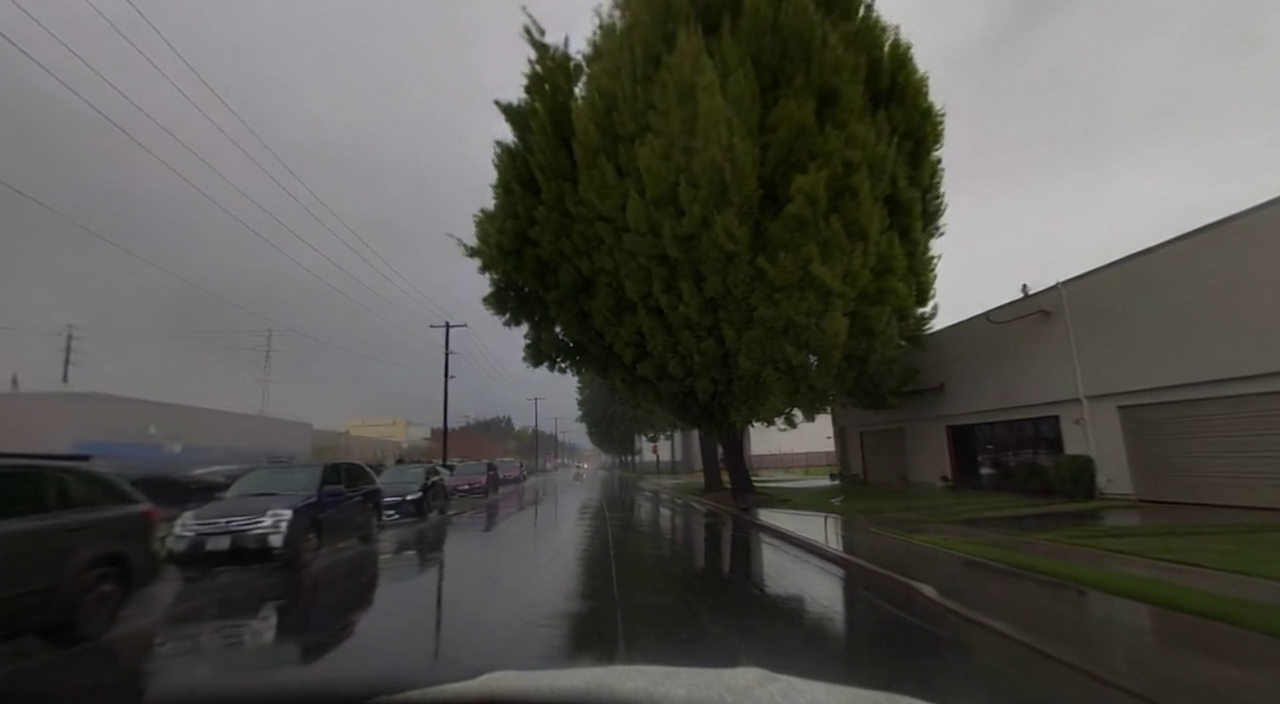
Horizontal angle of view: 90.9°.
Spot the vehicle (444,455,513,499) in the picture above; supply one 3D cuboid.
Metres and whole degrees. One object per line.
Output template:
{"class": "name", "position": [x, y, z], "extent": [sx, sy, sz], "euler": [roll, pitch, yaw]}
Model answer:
{"class": "vehicle", "position": [-6.499, 5.081, 25.811], "extent": [1.882, 1.606, 4.191], "euler": [1, -10, -3]}

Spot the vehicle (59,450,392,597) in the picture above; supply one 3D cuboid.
{"class": "vehicle", "position": [-5.274, 2.242, 9.017], "extent": [1.870, 1.510, 4.627], "euler": [1, -10, -4]}

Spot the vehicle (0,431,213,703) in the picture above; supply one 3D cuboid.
{"class": "vehicle", "position": [-4.852, 1.276, 3.631], "extent": [1.886, 1.640, 4.311], "euler": [2, -8, -3]}
